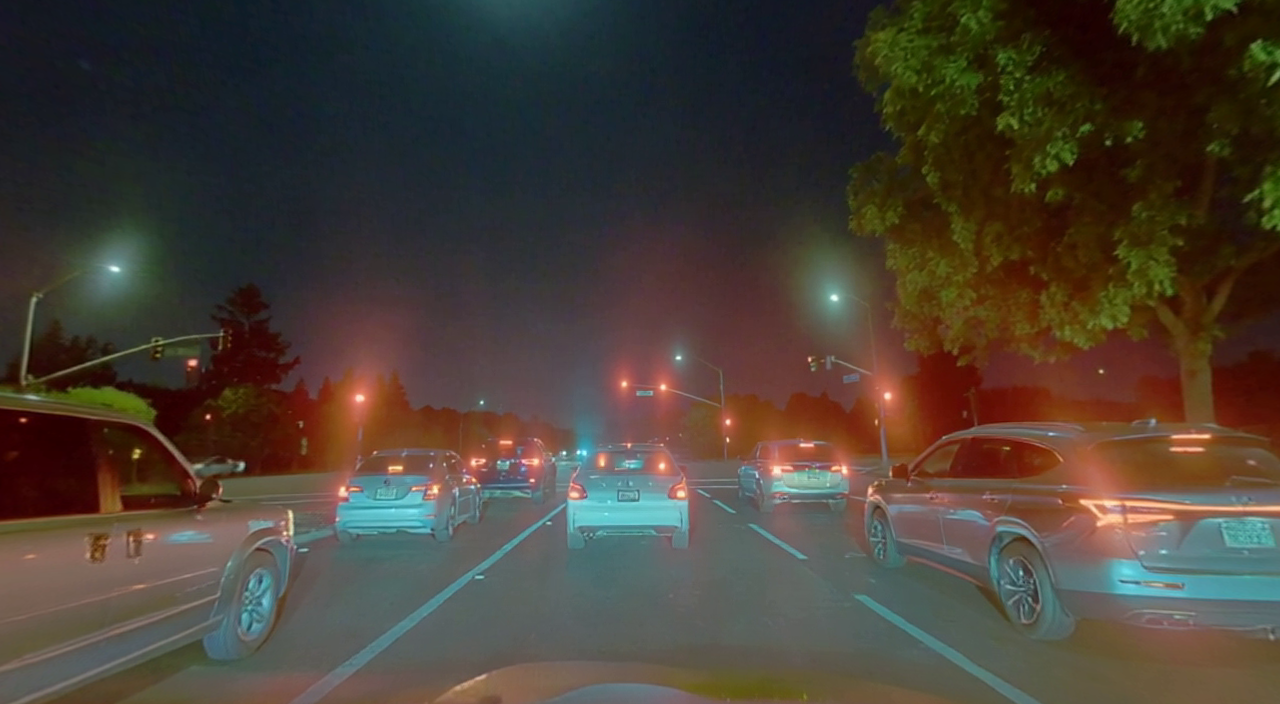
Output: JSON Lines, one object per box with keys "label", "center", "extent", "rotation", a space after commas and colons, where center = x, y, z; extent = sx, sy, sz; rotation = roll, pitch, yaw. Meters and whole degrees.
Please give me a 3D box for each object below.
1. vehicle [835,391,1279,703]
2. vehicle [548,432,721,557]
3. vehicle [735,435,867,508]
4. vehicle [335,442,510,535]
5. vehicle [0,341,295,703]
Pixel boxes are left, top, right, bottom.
{"label": "vehicle", "center": [3.386, 1.309, 5.427], "extent": [1.933, 1.564, 4.600], "rotation": [0, -8, 0]}
{"label": "vehicle", "center": [-0.077, 2.002, 9.601], "extent": [2.061, 1.470, 3.970], "rotation": [0, -8, 0]}
{"label": "vehicle", "center": [3.646, 2.779, 15.243], "extent": [1.922, 1.472, 4.440], "rotation": [0, -8, -1]}
{"label": "vehicle", "center": [-3.929, 2.508, 12.332], "extent": [1.919, 1.459, 4.371], "rotation": [0, -8, -1]}
{"label": "vehicle", "center": [-3.660, 0.839, 2.542], "extent": [2.047, 1.764, 4.369], "rotation": [0, -8, 0]}
